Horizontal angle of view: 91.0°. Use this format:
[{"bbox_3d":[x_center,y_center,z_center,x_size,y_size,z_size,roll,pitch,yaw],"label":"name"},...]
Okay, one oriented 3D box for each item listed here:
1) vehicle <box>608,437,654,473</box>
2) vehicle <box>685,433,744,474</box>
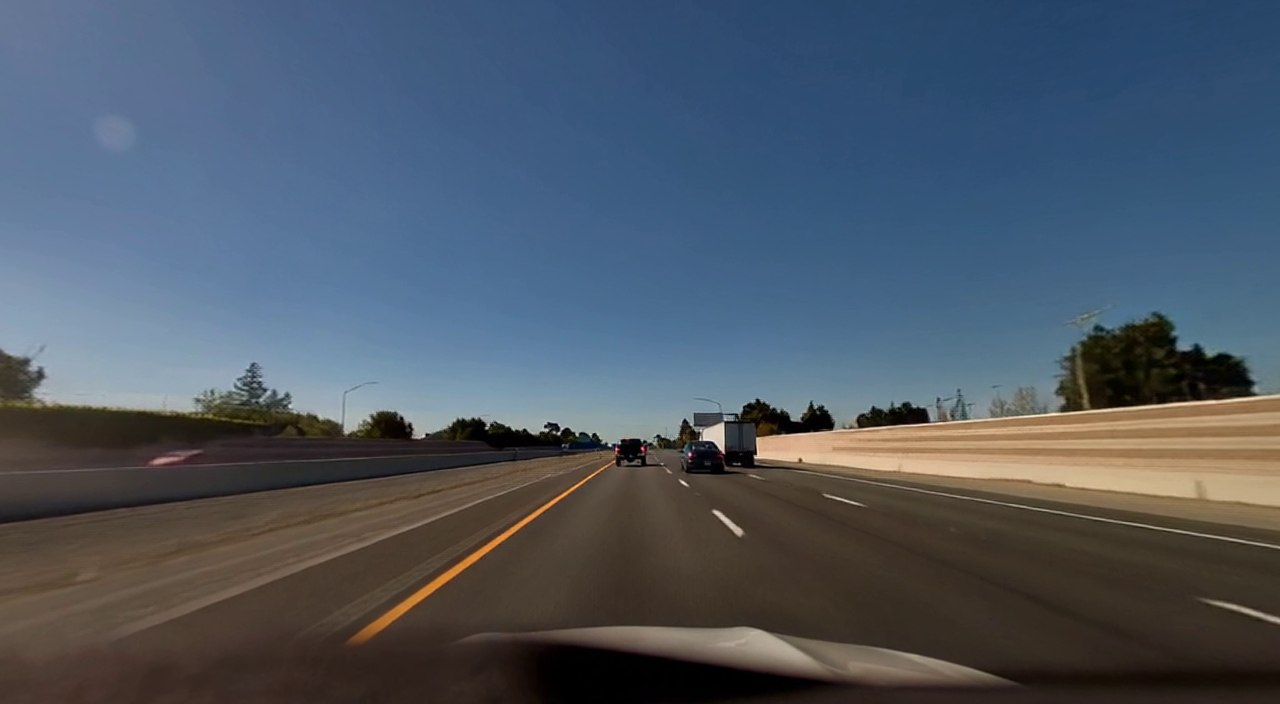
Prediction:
[{"bbox_3d":[-0.375,5.108,31.421,2.142,1.664,4.076,0,-9,1],"label":"vehicle"},{"bbox_3d":[3.567,4.993,31.108,2.269,1.839,4.554,0,-9,-1],"label":"vehicle"}]
